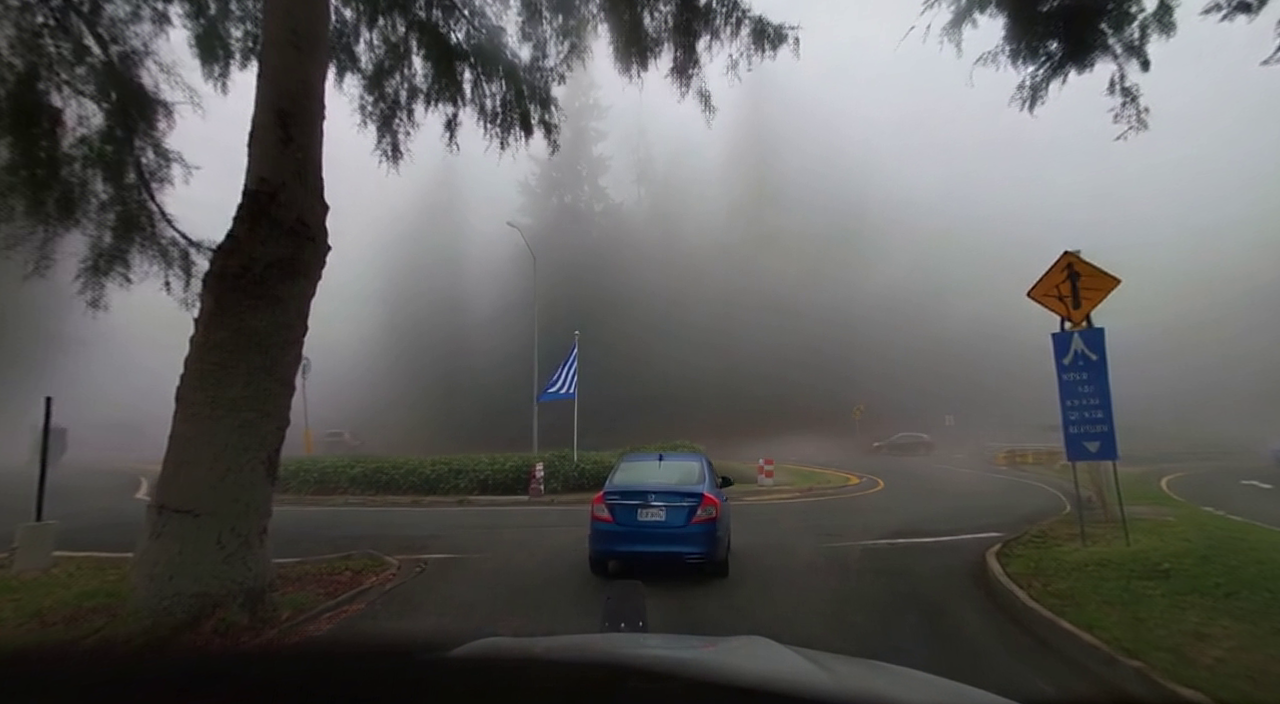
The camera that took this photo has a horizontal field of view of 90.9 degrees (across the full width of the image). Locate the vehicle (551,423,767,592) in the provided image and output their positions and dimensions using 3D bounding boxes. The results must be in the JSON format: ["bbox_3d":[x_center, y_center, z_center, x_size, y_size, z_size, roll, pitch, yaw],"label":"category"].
[{"bbox_3d":[0.540,1.842,8.289,2.078,1.607,4.010,-2,-9,12],"label":"vehicle"}]
